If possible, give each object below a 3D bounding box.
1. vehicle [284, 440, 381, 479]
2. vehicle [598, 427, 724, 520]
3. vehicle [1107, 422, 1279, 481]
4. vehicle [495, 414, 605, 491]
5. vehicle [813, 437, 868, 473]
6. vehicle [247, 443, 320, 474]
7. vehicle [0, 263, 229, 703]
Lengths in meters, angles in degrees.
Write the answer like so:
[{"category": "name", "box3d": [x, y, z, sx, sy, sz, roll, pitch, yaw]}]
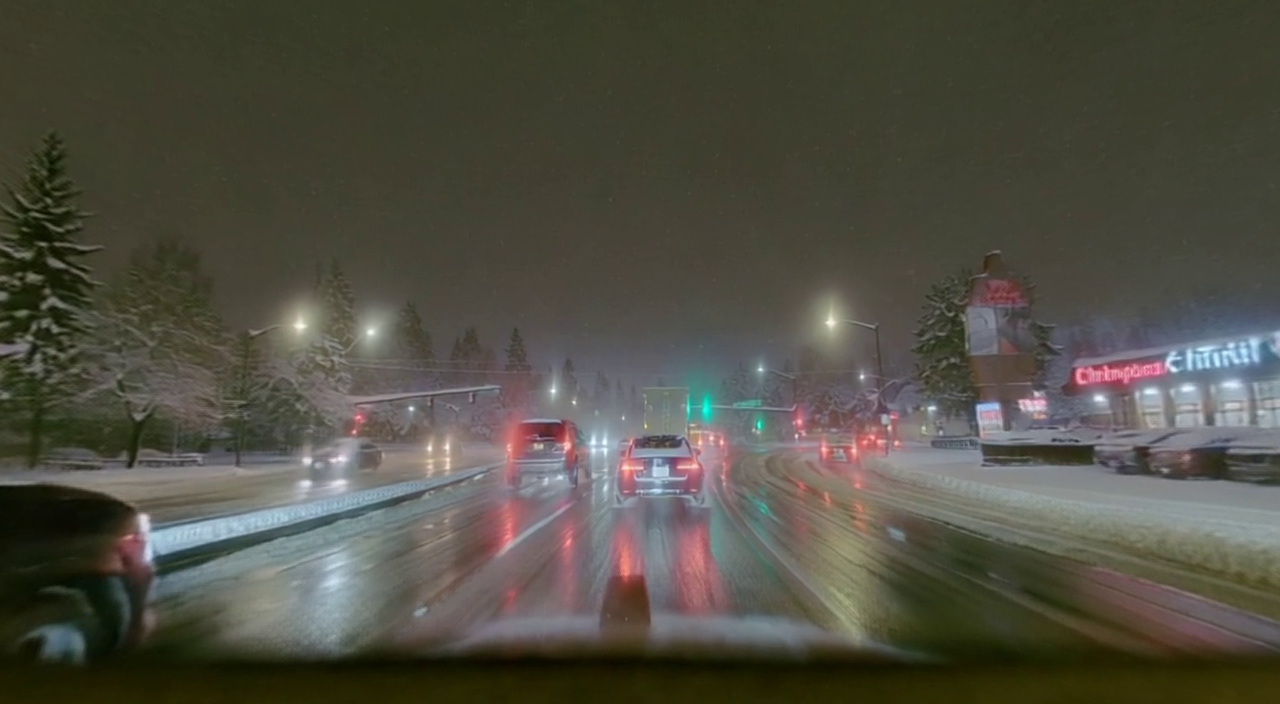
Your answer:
[{"category": "vehicle", "box3d": [-12.501, 4.390, 25.957, 2.011, 1.456, 4.143, 0, -8, -2]}, {"category": "vehicle", "box3d": [0.324, 2.295, 12.432, 2.061, 1.494, 4.079, 0, -8, 0]}, {"category": "vehicle", "box3d": [15.598, 2.667, 17.039, 4.436, 1.466, 1.875, 0, -8, -2]}, {"category": "vehicle", "box3d": [-2.444, 2.953, 18.727, 2.289, 1.935, 5.227, -1, -8, 2]}, {"category": "vehicle", "box3d": [9.042, 4.661, 28.703, 1.900, 1.507, 4.151, -2, -8, 11]}, {"category": "vehicle", "box3d": [-21.181, 6.326, 37.654, 1.923, 1.703, 4.520, 0, -8, -3]}, {"category": "vehicle", "box3d": [-3.074, 0.442, 0.556, 2.124, 1.829, 4.799, 0, -8, 1]}]
